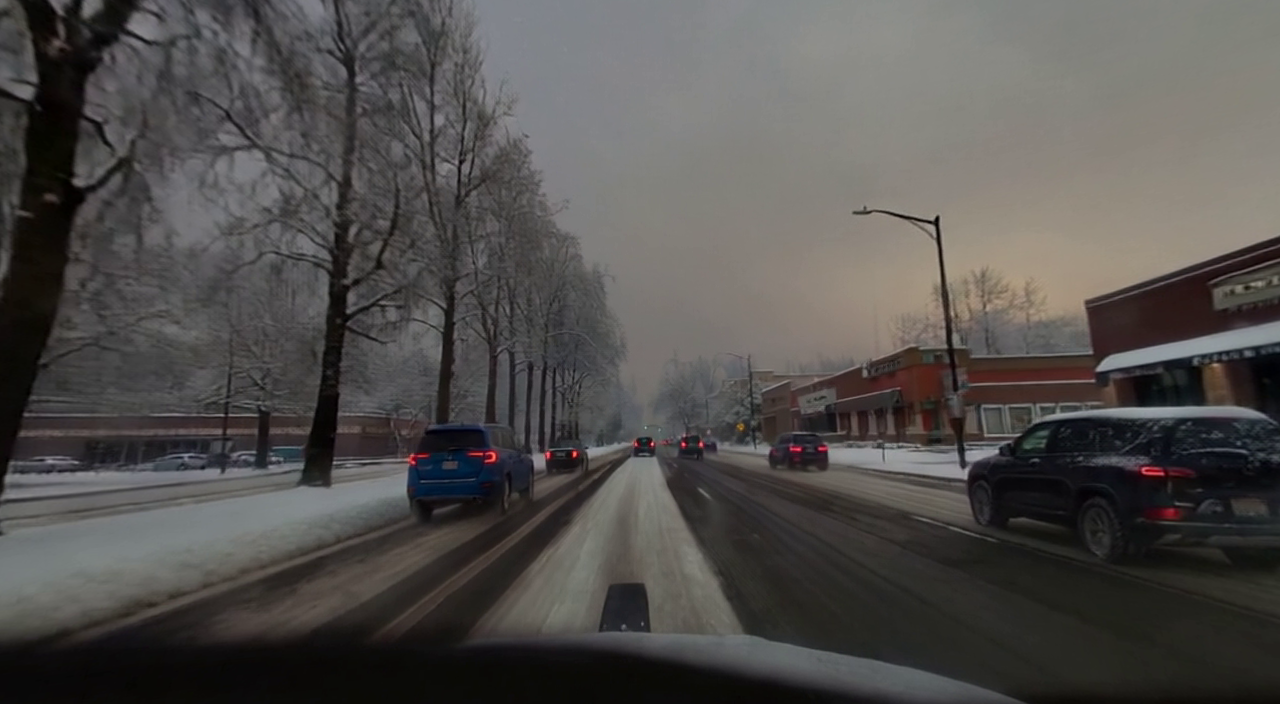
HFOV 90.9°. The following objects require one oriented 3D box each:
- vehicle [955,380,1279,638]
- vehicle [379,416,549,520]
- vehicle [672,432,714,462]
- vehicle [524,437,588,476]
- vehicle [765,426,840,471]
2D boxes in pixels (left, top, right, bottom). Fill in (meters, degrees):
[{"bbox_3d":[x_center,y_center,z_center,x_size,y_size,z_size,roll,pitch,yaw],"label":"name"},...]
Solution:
[{"bbox_3d":[5.242,1.329,6.326,2.088,1.666,4.512,-1,-8,5],"label":"vehicle"},{"bbox_3d":[-3.264,2.264,12.763,2.141,1.719,4.379,0,-8,0],"label":"vehicle"},{"bbox_3d":[3.353,6.130,40.759,2.178,1.804,4.766,0,-8,-1],"label":"vehicle"},{"bbox_3d":[-3.397,4.309,26.315,2.036,1.465,4.301,0,-8,1],"label":"vehicle"},{"bbox_3d":[7.097,4.284,28.017,2.076,1.793,4.464,0,-8,-1],"label":"vehicle"}]
